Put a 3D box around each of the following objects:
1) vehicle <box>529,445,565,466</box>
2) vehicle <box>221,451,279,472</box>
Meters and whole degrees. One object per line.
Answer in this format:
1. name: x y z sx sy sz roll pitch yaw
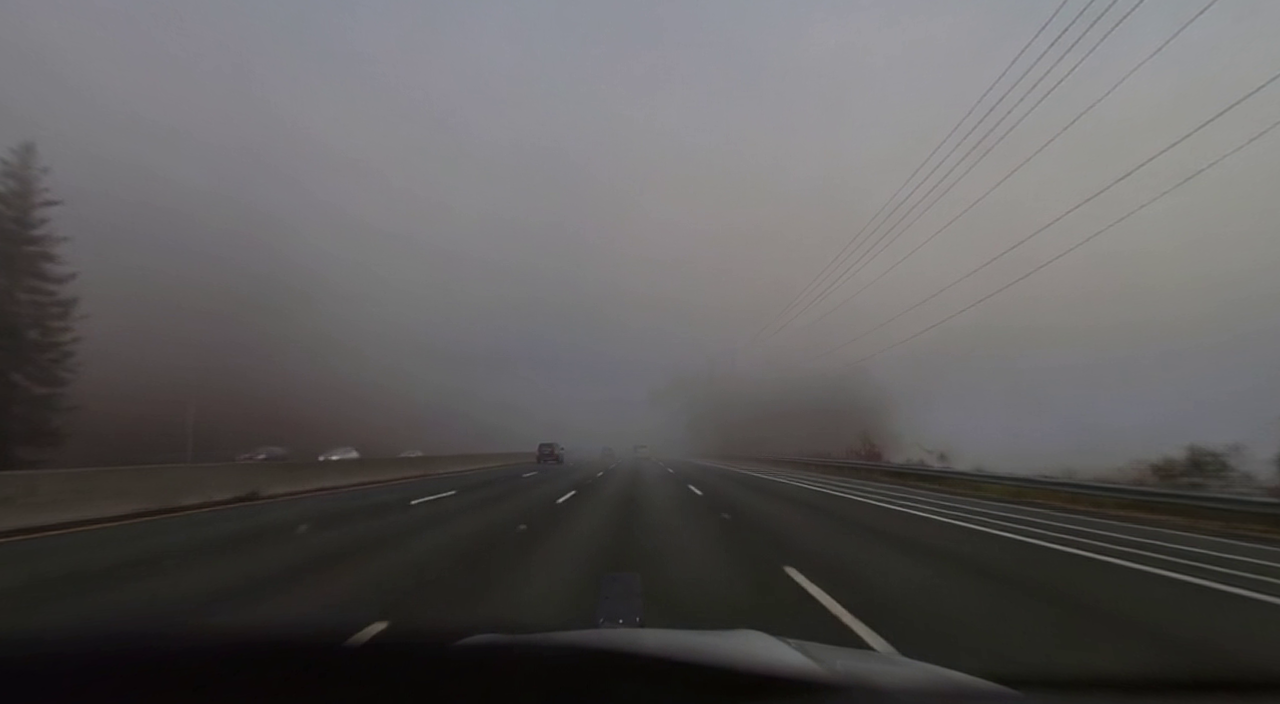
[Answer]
1. vehicle: -7.102 7.953 48.580 2.034 1.563 4.476 0 -9 0
2. vehicle: -30.531 8.538 49.399 1.825 1.542 4.241 0 -9 -1
